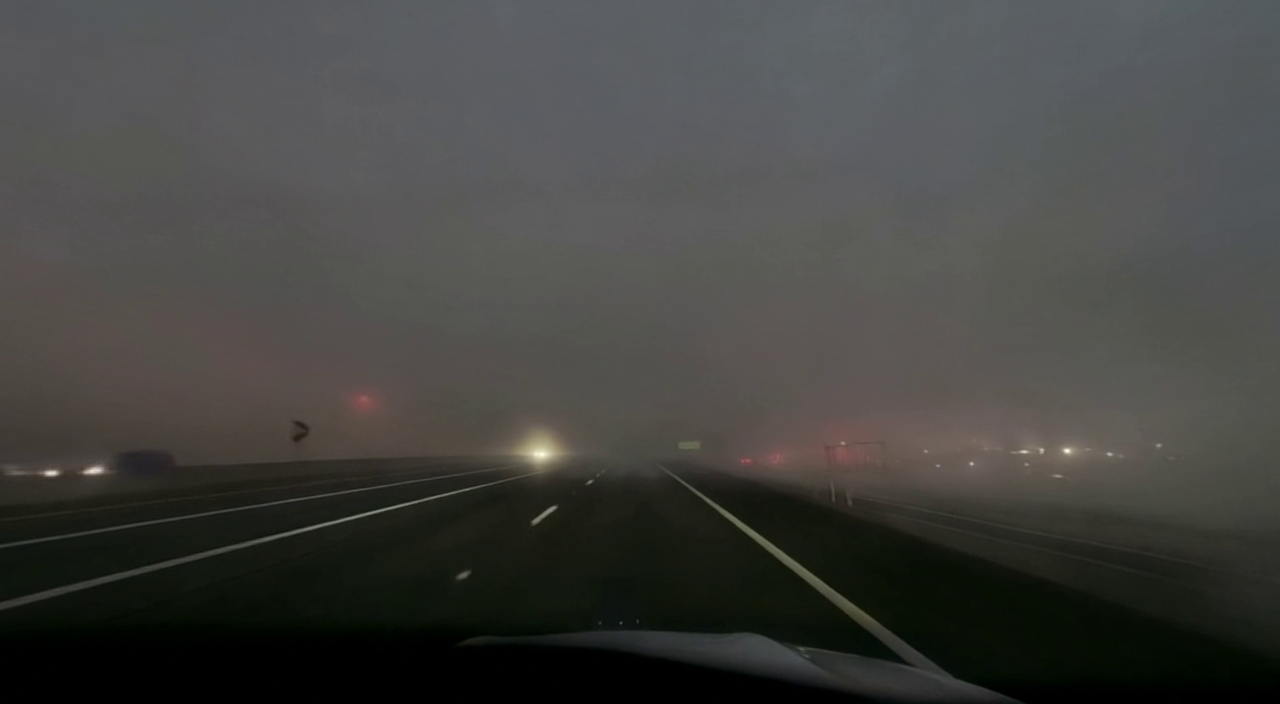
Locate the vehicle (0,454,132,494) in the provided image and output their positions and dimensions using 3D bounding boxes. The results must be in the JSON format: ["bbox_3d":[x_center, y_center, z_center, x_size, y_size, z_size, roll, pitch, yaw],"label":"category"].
[{"bbox_3d":[-24.637,5.193,27.164,1.837,1.556,4.241,0,-9,0],"label":"vehicle"}]
